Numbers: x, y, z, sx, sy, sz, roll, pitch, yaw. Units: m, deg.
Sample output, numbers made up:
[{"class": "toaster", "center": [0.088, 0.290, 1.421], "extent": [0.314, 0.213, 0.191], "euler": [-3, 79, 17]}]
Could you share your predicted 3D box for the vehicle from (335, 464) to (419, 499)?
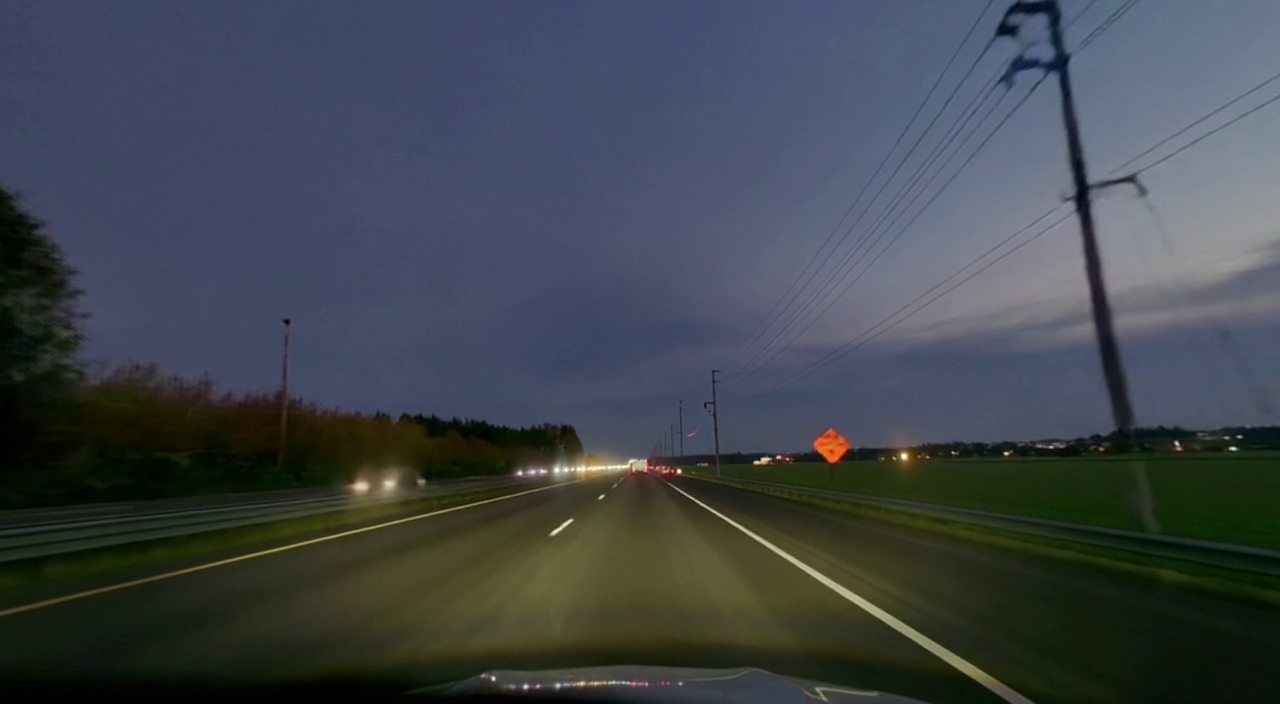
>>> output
[{"class": "vehicle", "center": [-12.078, 5.968, 29.290], "extent": [1.865, 1.450, 4.555], "euler": [1, -10, 0]}]
